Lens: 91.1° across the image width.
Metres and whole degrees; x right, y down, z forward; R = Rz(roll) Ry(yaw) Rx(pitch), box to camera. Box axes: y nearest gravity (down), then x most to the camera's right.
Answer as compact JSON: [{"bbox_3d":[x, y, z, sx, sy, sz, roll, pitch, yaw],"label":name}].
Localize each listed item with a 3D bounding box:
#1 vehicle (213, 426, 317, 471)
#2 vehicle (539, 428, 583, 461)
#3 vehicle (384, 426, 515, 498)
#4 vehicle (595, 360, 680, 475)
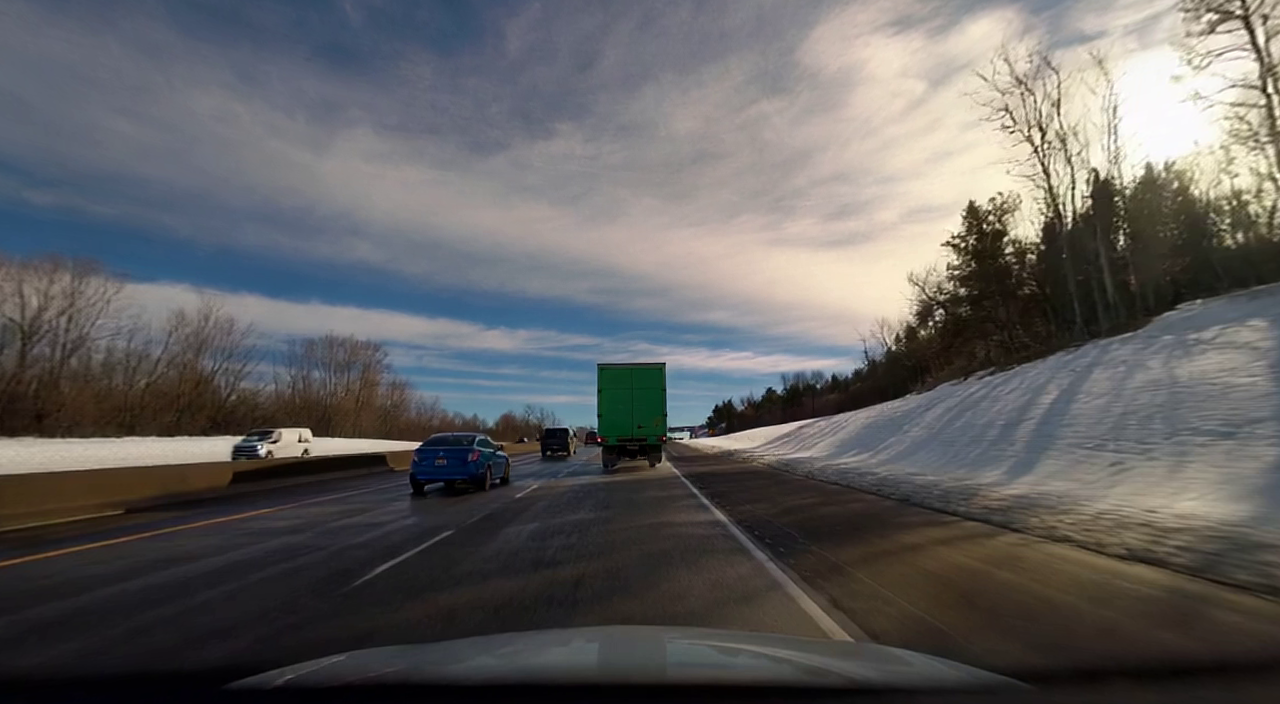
[{"bbox_3d":[-18.617,4.797,31.550,2.172,2.024,4.847,0,-8,1],"label":"vehicle"},{"bbox_3d":[-4.616,5.451,37.302,2.019,1.834,4.644,0,-8,0],"label":"vehicle"},{"bbox_3d":[-4.612,2.704,15.986,1.931,1.539,4.441,0,-8,0],"label":"vehicle"},{"bbox_3d":[-0.228,2.977,27.258,2.953,4.041,10.072,0,-8,-2],"label":"vehicle"}]
